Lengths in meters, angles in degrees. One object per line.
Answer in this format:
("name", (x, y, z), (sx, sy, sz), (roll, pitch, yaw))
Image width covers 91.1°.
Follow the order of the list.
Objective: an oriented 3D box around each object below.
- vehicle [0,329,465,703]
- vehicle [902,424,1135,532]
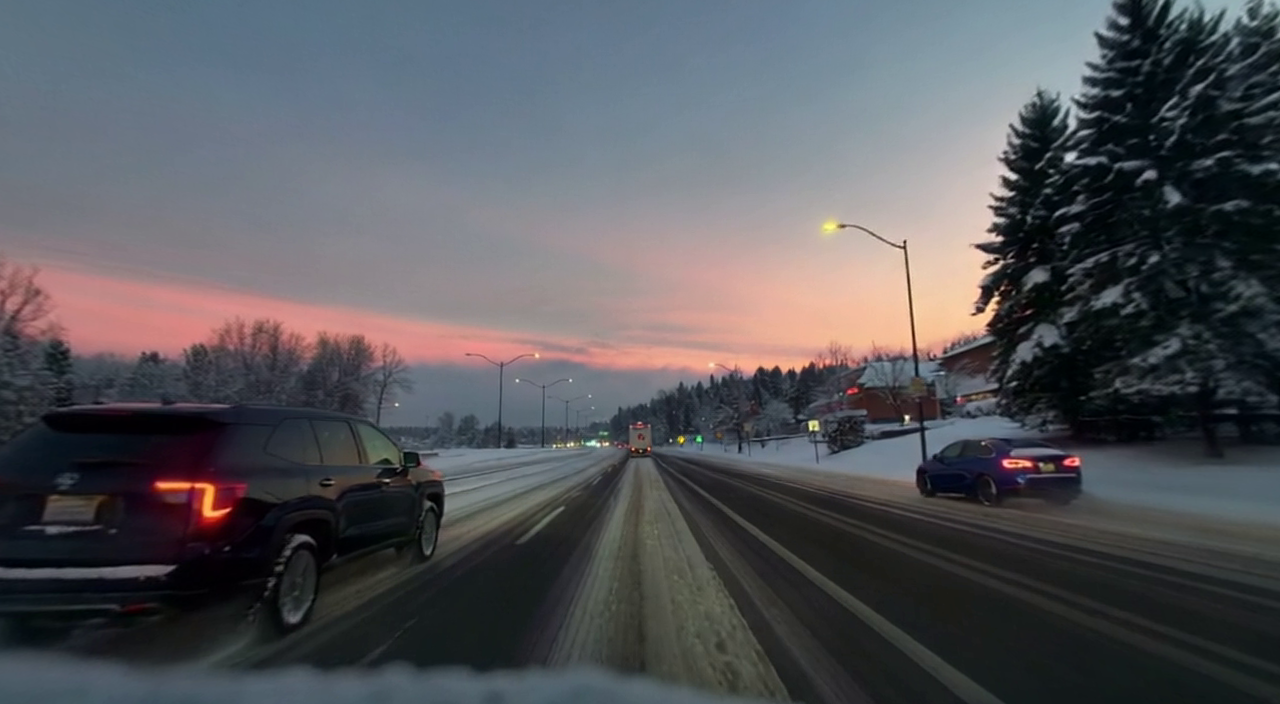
("vehicle", (-3.253, 1.164, 5.190), (2.178, 1.826, 4.933), (0, -9, 0))
("vehicle", (6.856, 2.301, 12.040), (1.958, 1.681, 4.109), (0, -9, 2))
